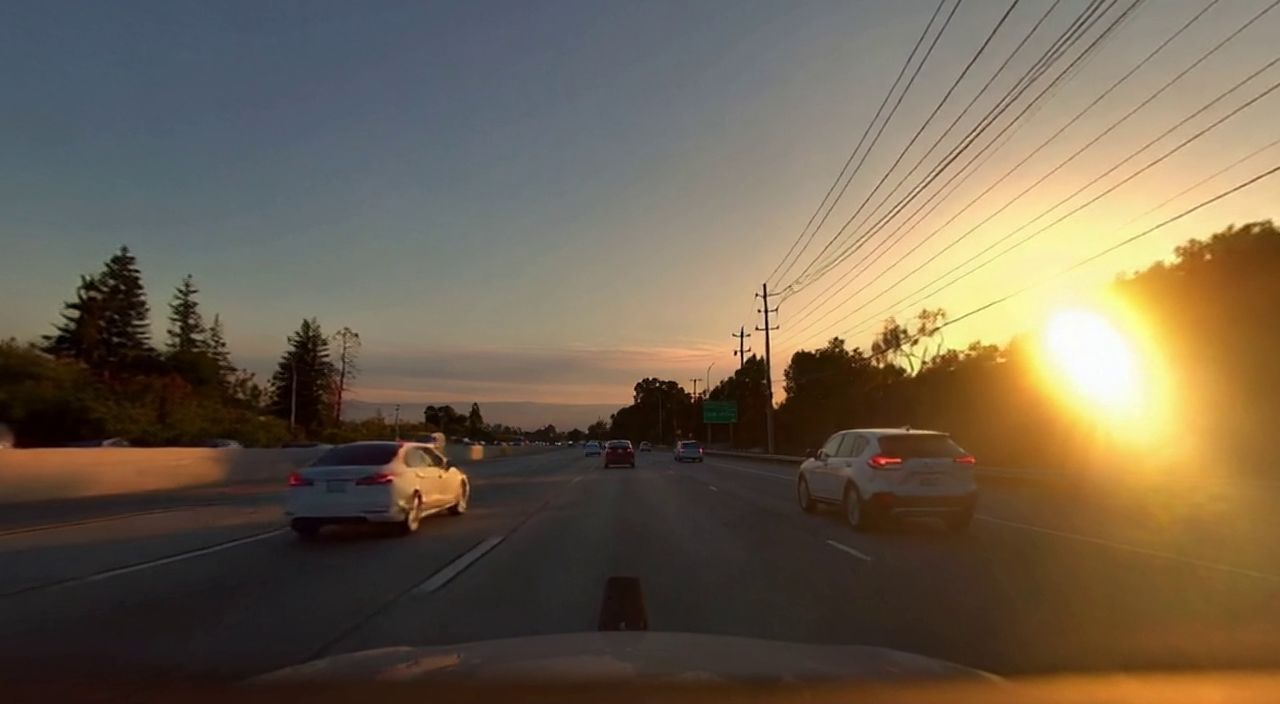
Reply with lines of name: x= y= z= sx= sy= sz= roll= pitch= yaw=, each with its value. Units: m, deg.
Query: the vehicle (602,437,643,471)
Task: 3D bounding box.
vehicle: x=-0.994 y=5.782 z=35.850 sx=2.192 sy=1.769 sz=4.287 roll=0 pitch=-8 yaw=-2

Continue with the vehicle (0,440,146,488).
vehicle: x=-20.600 y=3.925 z=22.507 sx=1.881 sy=1.516 sz=5.010 roll=0 pitch=-8 yaw=0

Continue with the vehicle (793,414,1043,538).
vehicle: x=4.482 y=2.085 z=11.252 sx=2.102 sy=1.723 sz=4.745 roll=0 pitch=-8 yaw=-2

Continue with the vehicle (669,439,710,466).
vehicle: x=3.242 y=6.734 z=42.512 sx=2.099 sy=1.720 sz=4.829 roll=0 pitch=-8 yaw=-4

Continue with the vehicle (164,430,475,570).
vehicle: x=-4.317 y=2.064 z=9.808 sx=2.091 sy=1.562 sz=5.220 roll=0 pitch=-8 yaw=0
